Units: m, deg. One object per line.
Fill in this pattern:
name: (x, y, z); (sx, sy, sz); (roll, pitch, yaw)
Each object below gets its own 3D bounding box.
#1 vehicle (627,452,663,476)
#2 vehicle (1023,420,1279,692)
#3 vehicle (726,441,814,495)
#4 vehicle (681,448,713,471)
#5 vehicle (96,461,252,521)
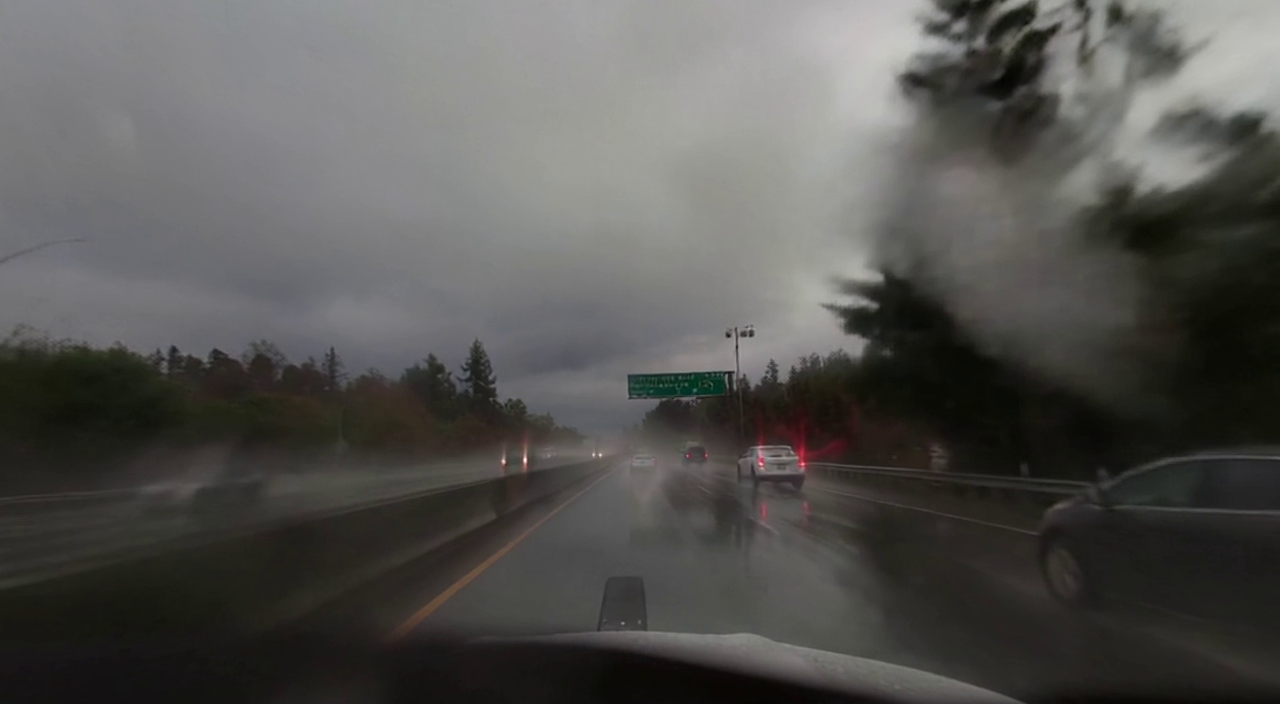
vehicle: (0.276, 6.633, 37.444); (2.012, 1.320, 3.777); (0, -9, 0)
vehicle: (4.528, 1.187, 3.865); (1.952, 1.495, 3.740); (0, -9, 0)
vehicle: (4.340, 3.939, 21.736); (1.969, 1.639, 4.472); (0, -9, -1)
vehicle: (4.227, 7.990, 47.047); (1.935, 1.594, 3.981); (0, -9, -2)
vehicle: (-13.389, 3.977, 18.418); (1.727, 1.466, 3.671); (0, -9, 0)
